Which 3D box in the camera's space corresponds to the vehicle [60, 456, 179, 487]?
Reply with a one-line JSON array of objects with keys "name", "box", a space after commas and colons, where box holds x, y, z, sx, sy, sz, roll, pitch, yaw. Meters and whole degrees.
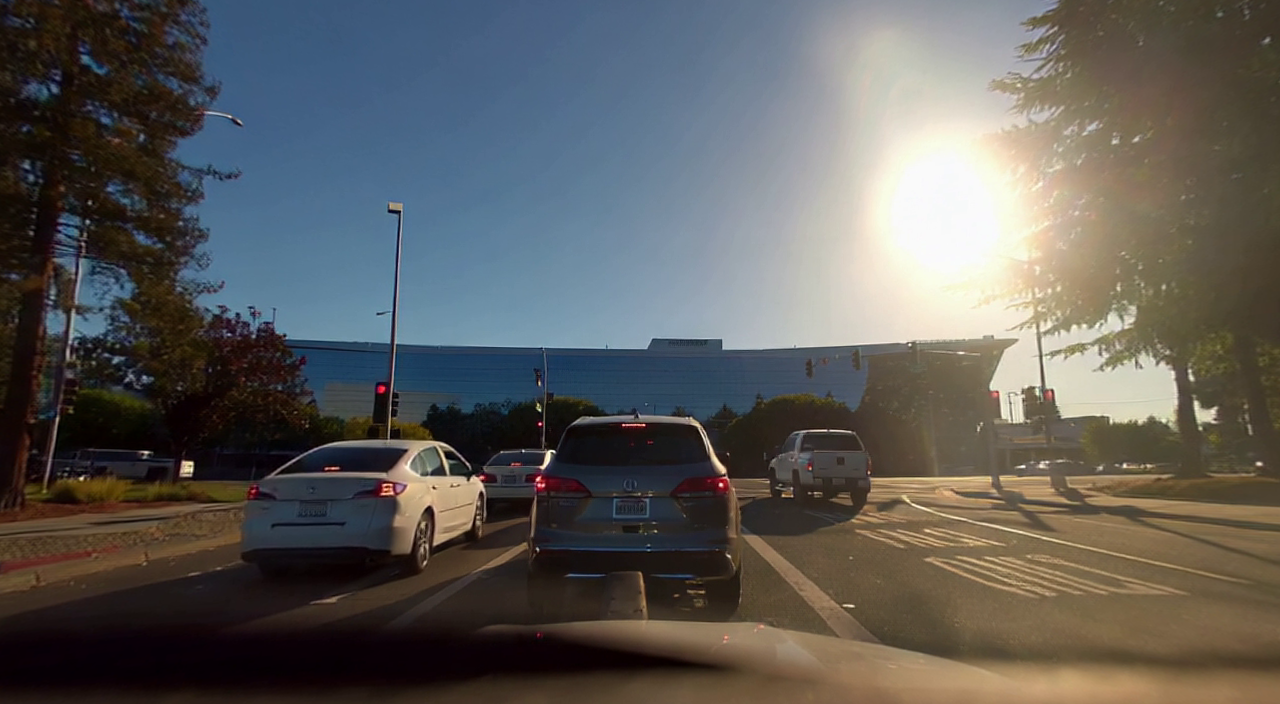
[{"name": "vehicle", "box": [-25.980, 5.949, 31.599, 4.140, 1.444, 1.742, 2, -9, -15]}]

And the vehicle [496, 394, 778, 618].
[{"name": "vehicle", "box": [-0.029, 1.525, 7.178, 2.203, 1.757, 4.286, 0, -8, 0]}]

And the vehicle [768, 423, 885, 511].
[{"name": "vehicle", "box": [4.810, 3.004, 16.924, 2.084, 2.053, 4.073, -1, -8, 4]}]

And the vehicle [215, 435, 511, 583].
[{"name": "vehicle", "box": [-3.241, 1.898, 8.573, 1.913, 1.453, 4.413, 0, -8, 2]}]

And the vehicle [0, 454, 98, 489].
[{"name": "vehicle", "box": [-27.102, 5.273, 27.929, 4.198, 1.444, 1.765, 2, -9, -15]}]
